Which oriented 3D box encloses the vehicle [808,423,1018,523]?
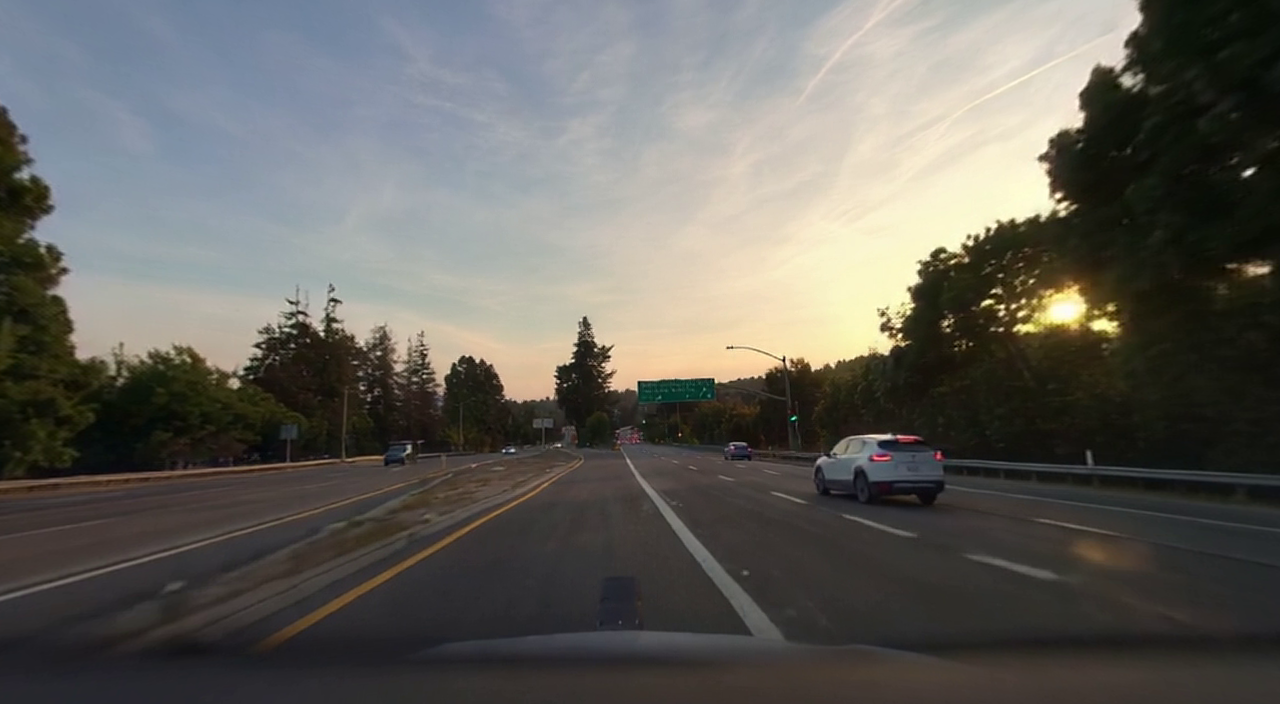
[{"bbox_3d":[5.301,2.414,13.123,2.066,1.683,4.675,0,-8,-3],"label":"vehicle"}]
